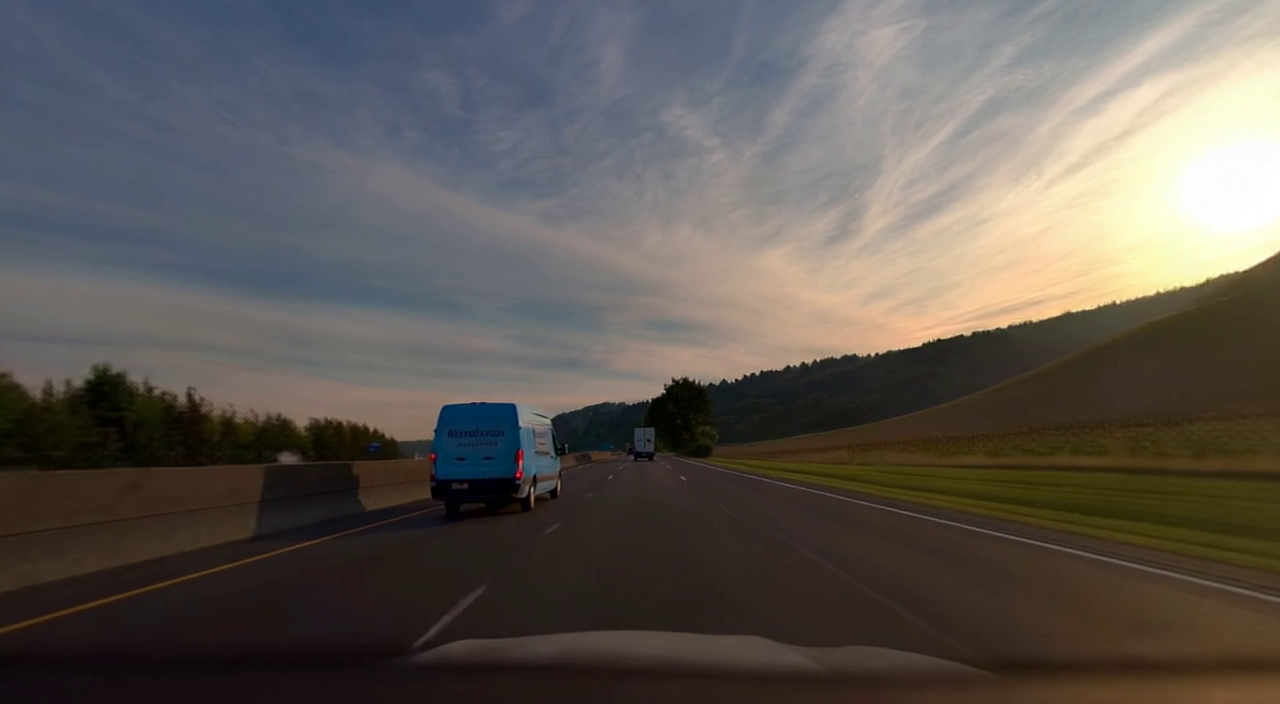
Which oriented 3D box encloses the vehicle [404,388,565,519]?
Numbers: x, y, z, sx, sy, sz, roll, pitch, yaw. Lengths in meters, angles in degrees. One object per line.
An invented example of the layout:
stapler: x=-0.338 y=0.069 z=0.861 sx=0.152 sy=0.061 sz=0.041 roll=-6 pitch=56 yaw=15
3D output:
vehicle: x=-3.534 y=2.560 z=16.233 sx=2.320 sy=2.636 sz=7.021 roll=0 pitch=-9 yaw=0
